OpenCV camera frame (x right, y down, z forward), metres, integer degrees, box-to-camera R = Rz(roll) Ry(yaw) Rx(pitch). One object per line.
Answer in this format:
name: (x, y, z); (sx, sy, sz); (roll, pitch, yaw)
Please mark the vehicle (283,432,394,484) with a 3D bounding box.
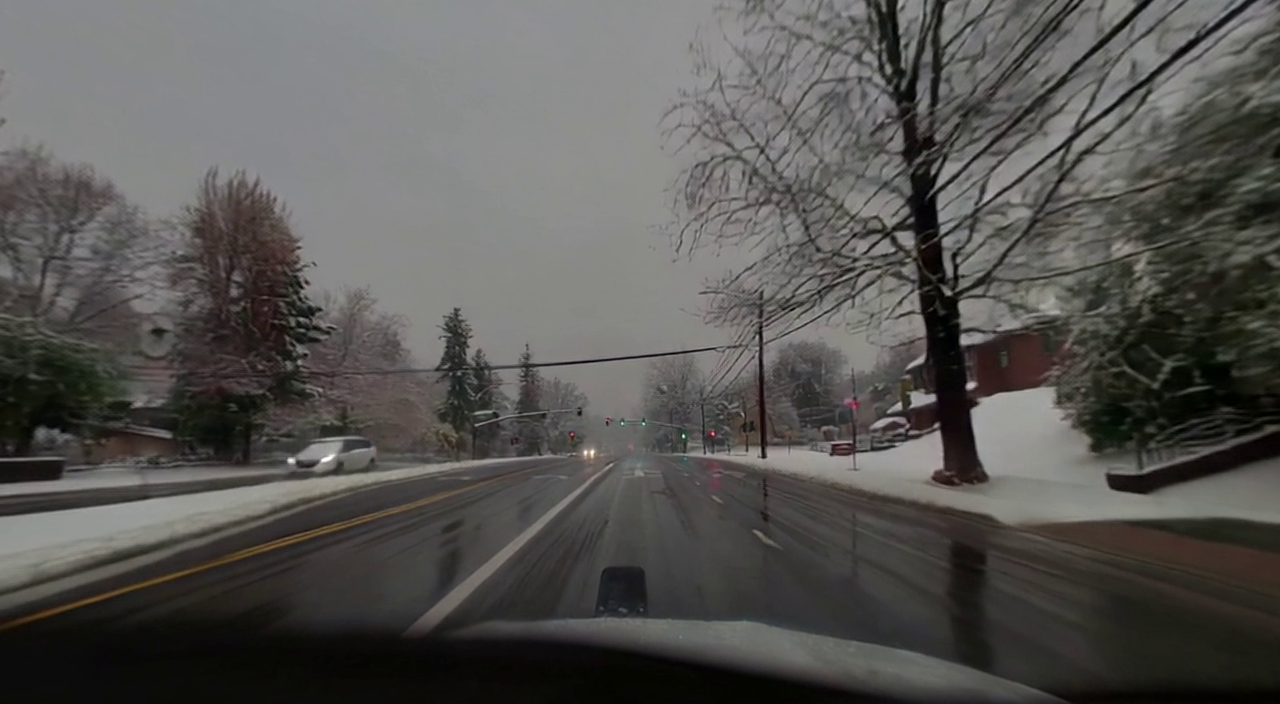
vehicle: (-11.760, 4.148, 24.938); (2.045, 1.847, 4.674); (0, -8, 0)
